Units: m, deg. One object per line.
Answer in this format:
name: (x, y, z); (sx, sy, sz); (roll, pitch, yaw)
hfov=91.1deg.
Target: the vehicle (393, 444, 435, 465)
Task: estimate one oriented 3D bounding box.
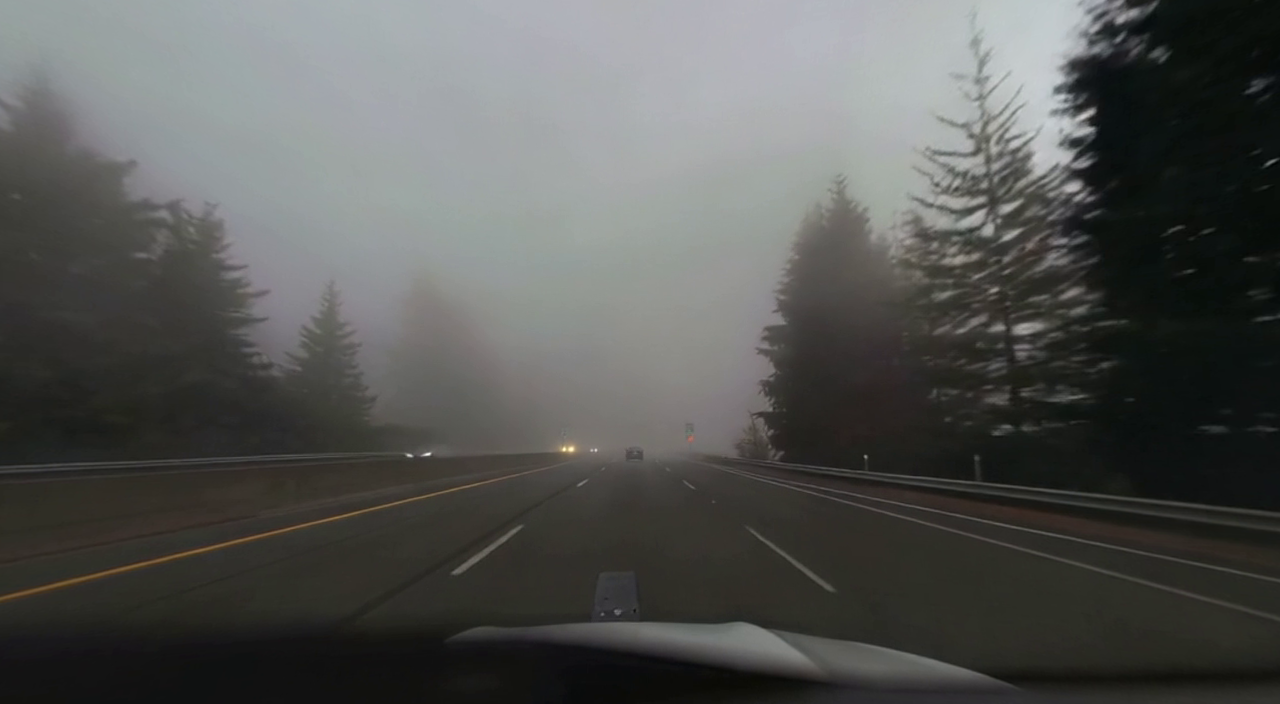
vehicle: (-16.250, 7.384, 45.408); (1.683, 1.425, 3.579); (0, -9, 0)
